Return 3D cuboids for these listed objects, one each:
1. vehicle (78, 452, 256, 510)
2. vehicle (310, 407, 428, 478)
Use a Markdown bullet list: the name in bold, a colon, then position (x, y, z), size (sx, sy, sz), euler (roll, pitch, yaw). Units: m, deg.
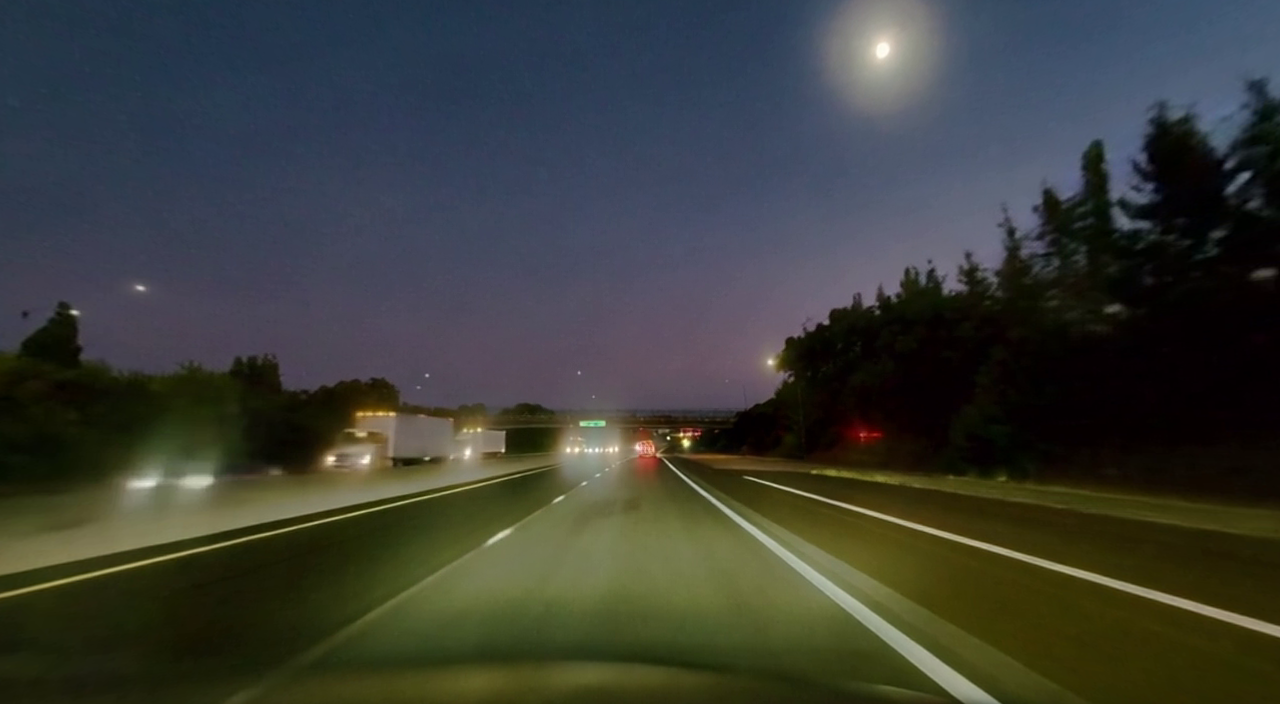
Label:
- **vehicle**: position (-13.803, 3.737, 18.814), size (1.864, 1.489, 4.284), euler (0, -9, 2)
- **vehicle**: position (-17.174, 5.943, 41.173), size (2.933, 4.014, 10.307), euler (0, -9, 1)
